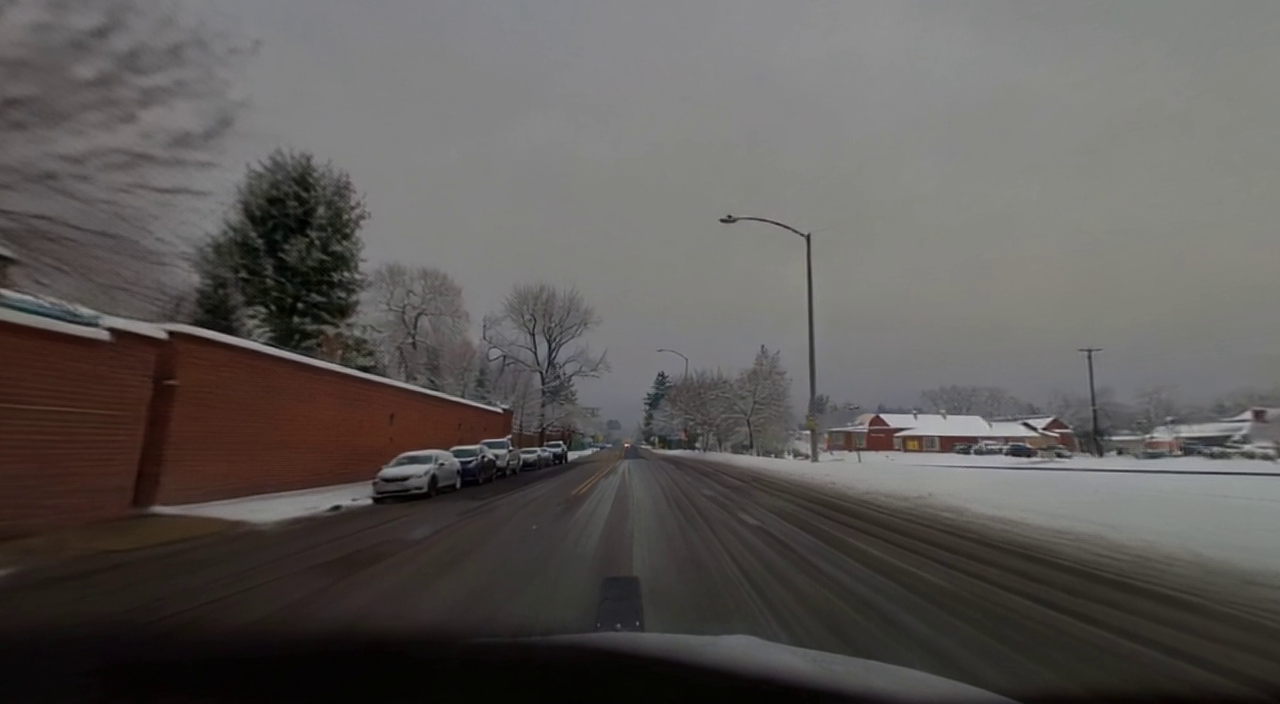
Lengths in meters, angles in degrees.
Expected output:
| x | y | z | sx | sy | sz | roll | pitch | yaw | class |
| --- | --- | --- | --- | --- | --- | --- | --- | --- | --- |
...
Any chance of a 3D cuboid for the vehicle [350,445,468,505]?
| x | y | z | sx | sy | sz | roll | pitch | yaw | class |
| --- | --- | --- | --- | --- | --- | --- | --- | --- | --- |
| -6.827 | 3.640 | 19.246 | 1.989 | 1.485 | 4.218 | 1 | -8 | 0 | vehicle |
